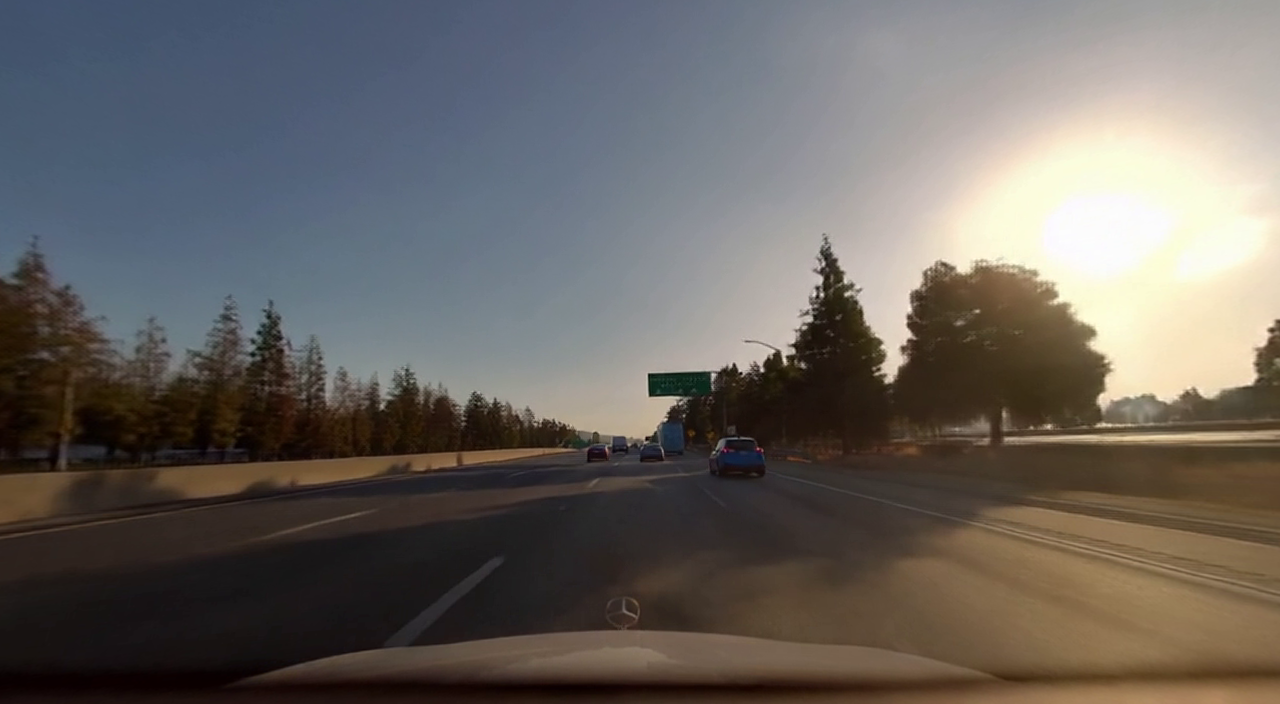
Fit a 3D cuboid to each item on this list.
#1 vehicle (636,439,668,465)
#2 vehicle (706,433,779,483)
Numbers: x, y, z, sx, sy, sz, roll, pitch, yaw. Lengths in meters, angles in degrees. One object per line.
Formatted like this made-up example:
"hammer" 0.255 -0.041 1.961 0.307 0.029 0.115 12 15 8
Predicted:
"vehicle" 0.825 7.189 45.531 2.205 1.785 4.423 0 -8 0
"vehicle" 3.838 4.063 24.374 2.082 1.720 4.393 0 -8 0
